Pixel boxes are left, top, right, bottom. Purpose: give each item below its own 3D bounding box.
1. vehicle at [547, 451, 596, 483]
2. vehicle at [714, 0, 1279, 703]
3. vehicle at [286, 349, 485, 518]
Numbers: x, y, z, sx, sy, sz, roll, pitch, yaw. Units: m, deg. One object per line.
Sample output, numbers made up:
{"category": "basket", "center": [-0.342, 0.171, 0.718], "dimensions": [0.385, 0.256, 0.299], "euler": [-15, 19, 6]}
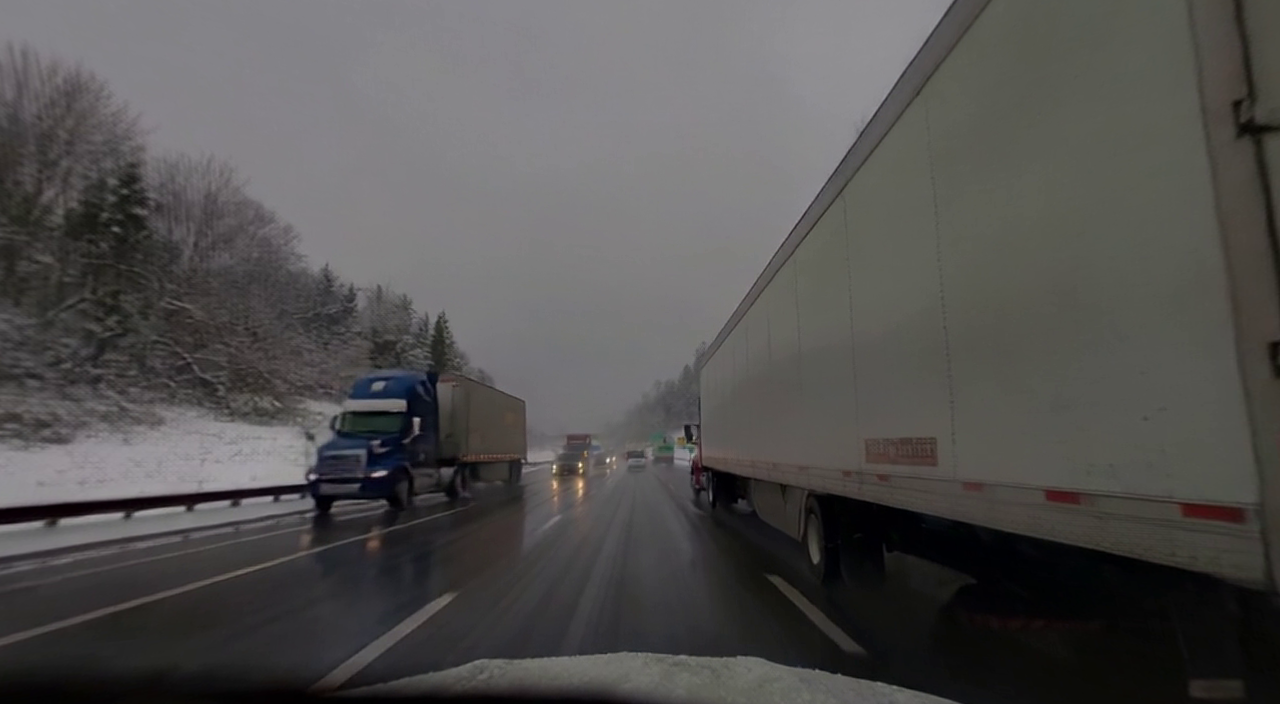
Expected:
{"category": "vehicle", "center": [-3.629, 6.206, 34.284], "dimensions": [2.088, 1.589, 4.464], "euler": [0, -9, 1]}
{"category": "vehicle", "center": [3.397, 0.753, 8.789], "dimensions": [2.845, 4.071, 14.008], "euler": [0, -9, -1]}
{"category": "vehicle", "center": [-6.705, 2.342, 17.865], "dimensions": [3.004, 3.974, 5.891], "euler": [0, -9, 0]}
